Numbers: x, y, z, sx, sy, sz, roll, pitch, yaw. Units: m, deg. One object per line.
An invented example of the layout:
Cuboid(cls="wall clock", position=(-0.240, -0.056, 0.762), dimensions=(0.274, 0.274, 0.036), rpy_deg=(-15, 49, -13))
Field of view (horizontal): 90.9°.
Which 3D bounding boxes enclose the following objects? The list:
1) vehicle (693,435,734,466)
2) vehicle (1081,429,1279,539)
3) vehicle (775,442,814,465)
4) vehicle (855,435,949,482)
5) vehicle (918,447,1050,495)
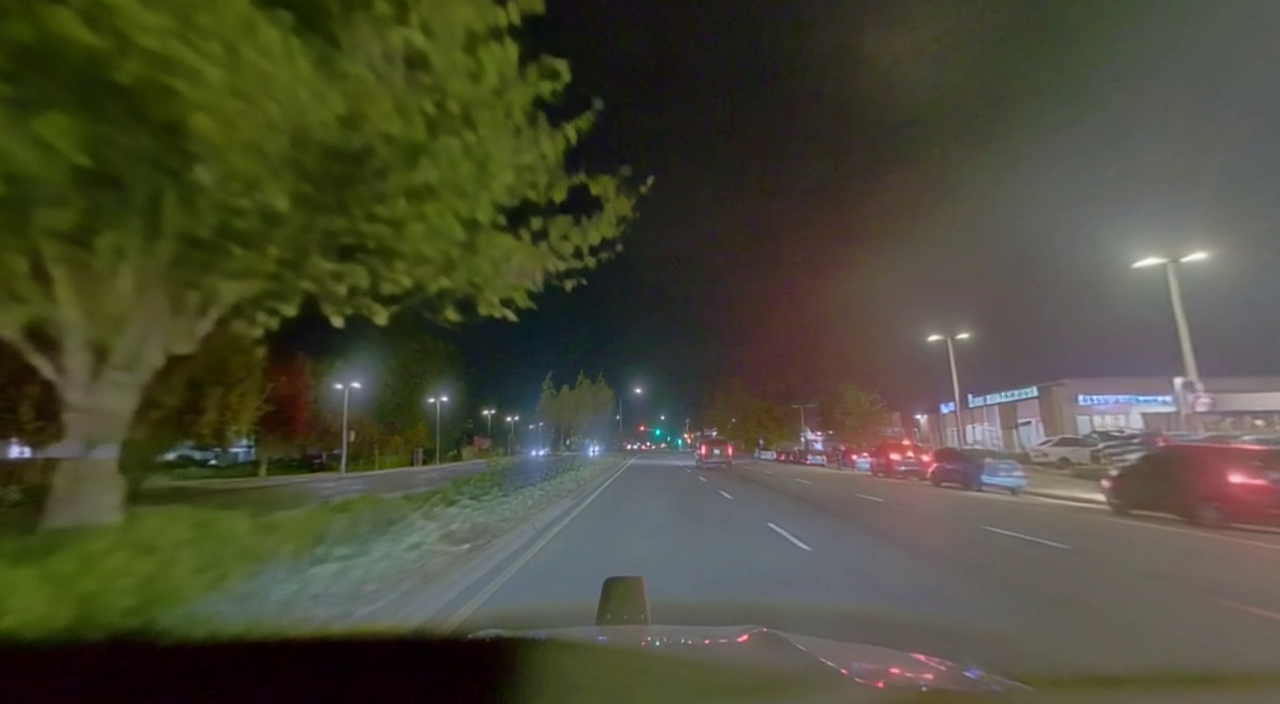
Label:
Cuboid(cls="vehicle", position=(4.736, 6.427, 41.234), dimensions=(2.183, 1.845, 4.482), rpy_deg=(0, -9, 0))
Cuboid(cls="vehicle", position=(10.665, 2.327, 11.727), dimensions=(1.958, 1.654, 4.258), rpy_deg=(0, -9, 3))
Cuboid(cls="vehicle", position=(11.465, 7.546, 47.067), dimensions=(1.919, 1.645, 4.254), rpy_deg=(0, -9, 1))
Cuboid(cls="vehicle", position=(10.915, 4.467, 26.699), dimensions=(1.959, 1.751, 4.961), rpy_deg=(0, -9, 2))
Cuboid(cls="vehicle", position=(10.809, 3.747, 20.228), dimensions=(1.824, 1.364, 4.238), rpy_deg=(0, -9, 0))
